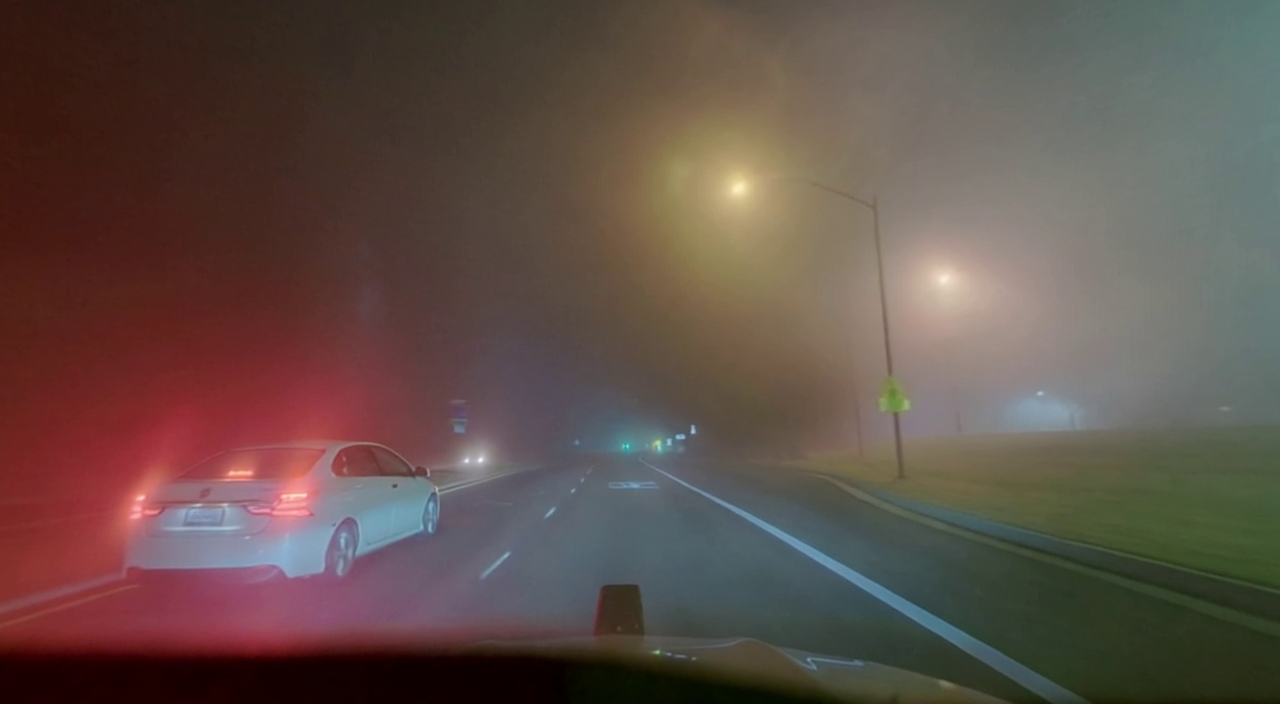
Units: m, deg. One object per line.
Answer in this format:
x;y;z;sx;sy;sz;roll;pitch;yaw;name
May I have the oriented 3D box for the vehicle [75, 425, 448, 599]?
-4.011;1.736;7.794;1.915;1.521;4.283;0;-8;0;vehicle
